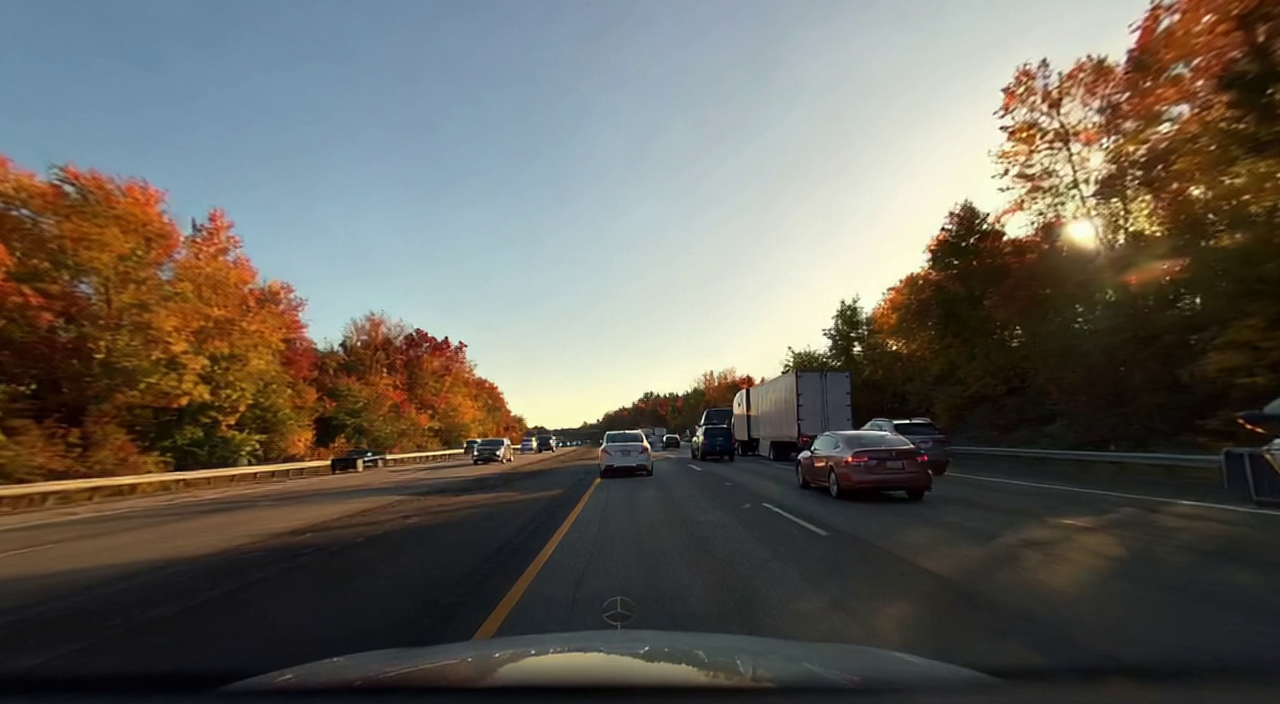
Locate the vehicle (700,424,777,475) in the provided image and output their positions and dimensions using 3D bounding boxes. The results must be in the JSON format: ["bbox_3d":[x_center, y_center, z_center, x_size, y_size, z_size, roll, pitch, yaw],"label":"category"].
[{"bbox_3d":[3.571,3.605,23.547,2.147,1.707,3.963,0,-8,-2],"label":"vehicle"}]

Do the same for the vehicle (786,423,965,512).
[{"bbox_3d":[4.567,2.274,12.970,2.040,1.523,4.068,0,-8,-1],"label":"vehicle"}]

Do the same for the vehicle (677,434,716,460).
[{"bbox_3d":[3.409,5.824,38.721,1.865,1.471,3.916,0,-8,-2],"label":"vehicle"}]

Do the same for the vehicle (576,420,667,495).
[{"bbox_3d":[-0.474,2.741,16.783,2.087,1.709,4.455,0,-8,-1],"label":"vehicle"}]

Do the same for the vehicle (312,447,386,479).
[{"bbox_3d":[-15.392,5.877,33.508,1.976,1.500,4.233,0,-8,-1],"label":"vehicle"}]

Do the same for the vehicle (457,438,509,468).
[{"bbox_3d":[-9.170,5.903,37.057,2.051,1.679,4.148,0,-8,0],"label":"vehicle"}]
